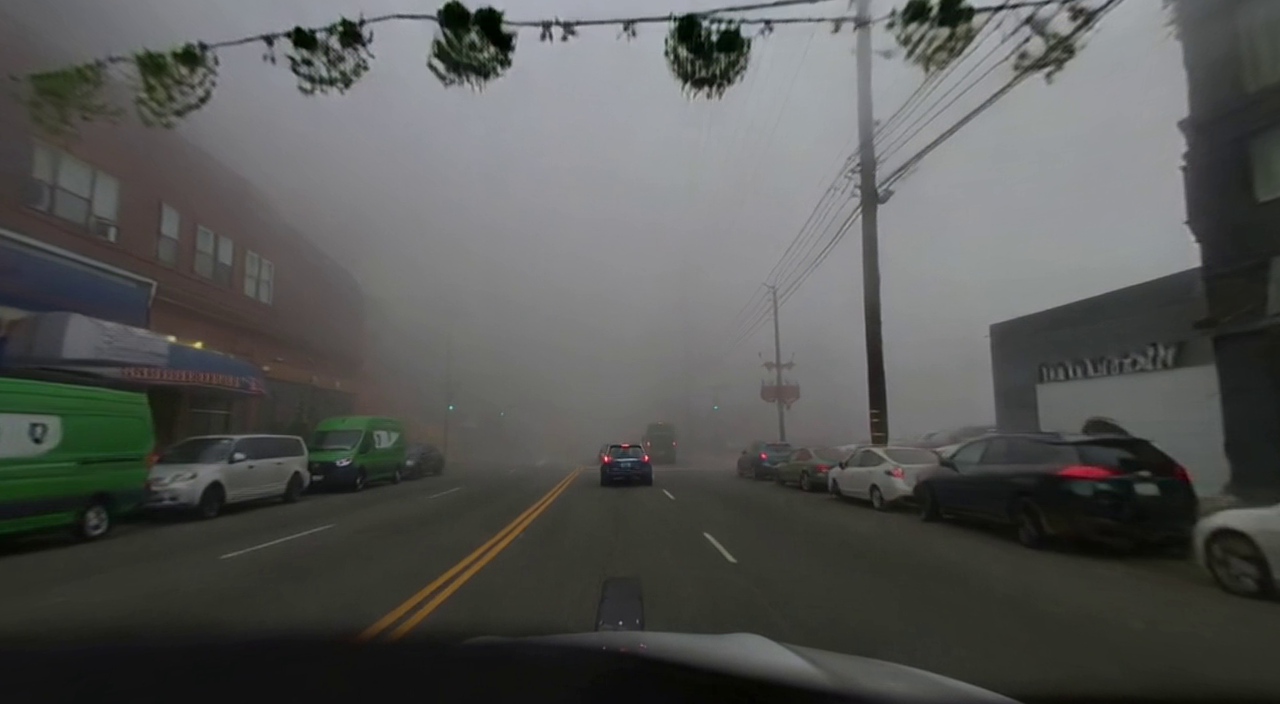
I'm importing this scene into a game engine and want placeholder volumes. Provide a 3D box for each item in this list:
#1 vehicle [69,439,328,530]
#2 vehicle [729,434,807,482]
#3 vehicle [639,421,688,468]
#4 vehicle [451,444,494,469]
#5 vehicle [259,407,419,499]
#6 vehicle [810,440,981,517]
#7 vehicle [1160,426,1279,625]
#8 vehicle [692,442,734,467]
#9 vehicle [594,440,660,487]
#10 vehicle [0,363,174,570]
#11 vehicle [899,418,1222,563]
[{"bbox_3d":[-9.948,2.965,15.080,2.256,1.722,5.644,0,-8,-2],"label":"vehicle"},{"bbox_3d":[5.202,4.386,26.519,2.079,1.788,4.974,0,-8,-2],"label":"vehicle"},{"bbox_3d":[1.353,5.456,37.402,2.649,2.583,5.800,0,-8,1],"label":"vehicle"},{"bbox_3d":[-11.338,7.063,43.033,1.962,1.529,4.109,1,-8,-3],"label":"vehicle"},{"bbox_3d":[-10.052,3.444,21.898,2.724,2.739,5.663,0,-8,0],"label":"vehicle"},{"bbox_3d":[5.587,2.773,14.555,2.012,1.470,4.394,0,-8,-1],"label":"vehicle"},{"bbox_3d":[5.883,1.199,3.952,1.943,1.507,3.816,0,-8,-1],"label":"vehicle"},{"bbox_3d":[4.550,6.413,39.853,1.824,1.481,4.057,1,-8,-5],"label":"vehicle"},{"bbox_3d":[-0.536,3.907,22.594,2.112,1.464,4.411,0,-8,-3],"label":"vehicle"},{"bbox_3d":[-9.589,1.426,7.818,2.964,2.597,6.437,0,-8,-4],"label":"vehicle"},{"bbox_3d":[5.899,1.958,9.759,1.876,1.692,4.492,0,-8,0],"label":"vehicle"}]
